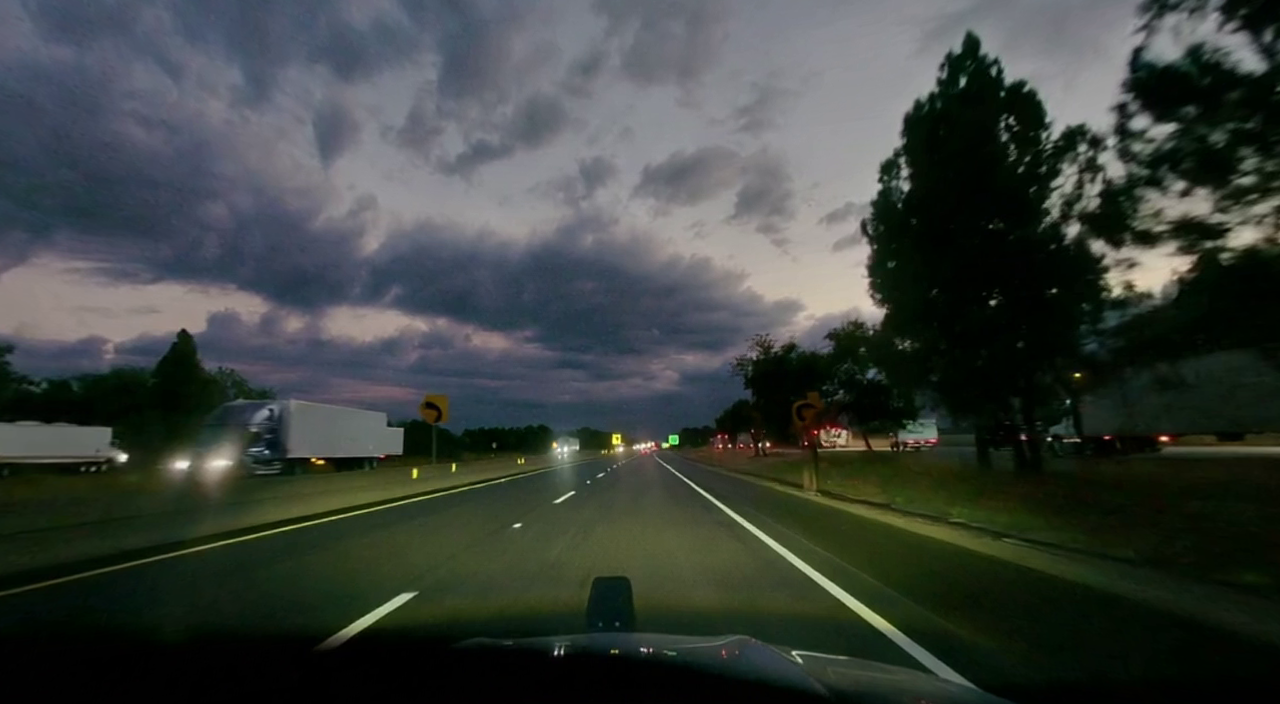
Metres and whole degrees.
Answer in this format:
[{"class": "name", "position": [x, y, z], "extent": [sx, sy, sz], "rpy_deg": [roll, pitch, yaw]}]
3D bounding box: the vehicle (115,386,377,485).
[{"class": "vehicle", "position": [-18.084, 4.340, 31.586], "extent": [2.913, 3.702, 15.781], "rpy_deg": [0, -9, 0]}]

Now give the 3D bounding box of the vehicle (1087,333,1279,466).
[{"class": "vehicle", "position": [21.015, 1.653, 20.610], "extent": [2.847, 4.027, 13.284], "rpy_deg": [0, -9, -1]}]
